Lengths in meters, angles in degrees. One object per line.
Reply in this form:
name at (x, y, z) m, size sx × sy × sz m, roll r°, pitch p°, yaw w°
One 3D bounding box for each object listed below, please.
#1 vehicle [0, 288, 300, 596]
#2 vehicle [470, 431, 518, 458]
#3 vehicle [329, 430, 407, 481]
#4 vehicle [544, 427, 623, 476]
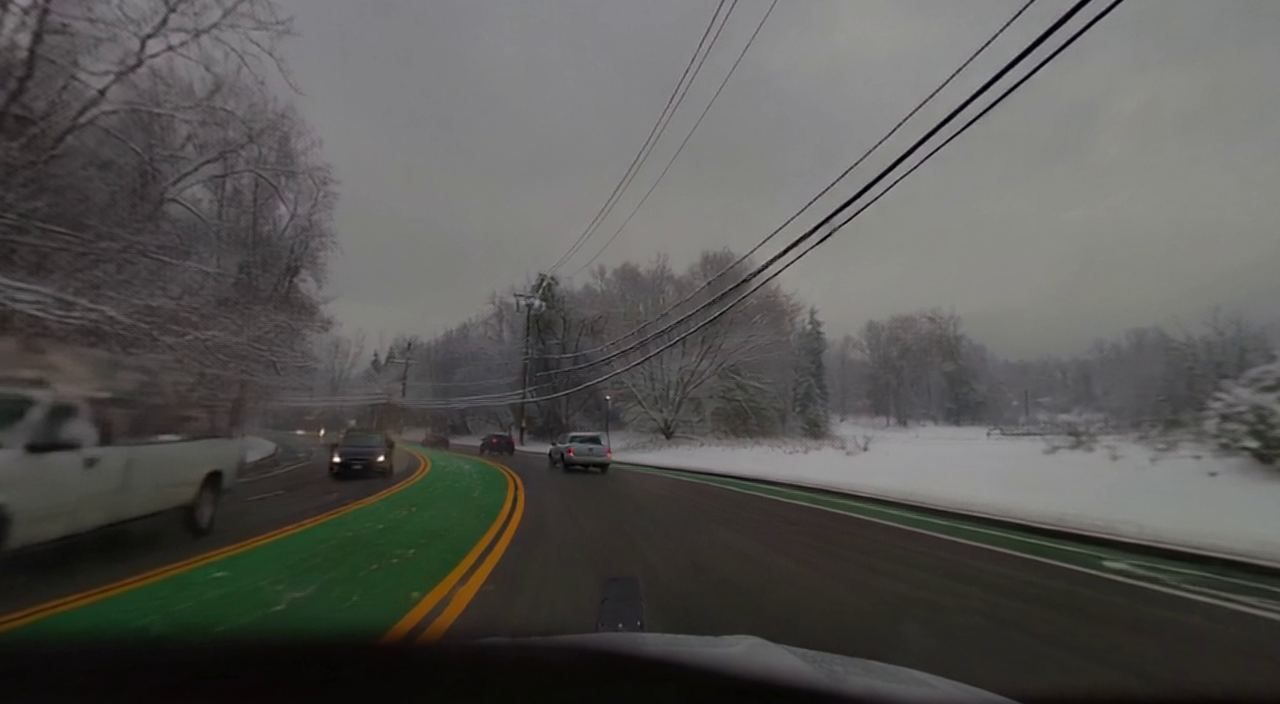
vehicle at (-7.608, 1.308, 8.947) m, size 2.413 × 2.872 × 6.823 m, roll 1°, pitch -9°, yaw -7°
vehicle at (-10.035, 6.314, 43.085) m, size 2.075 × 1.699 × 4.520 m, roll 4°, pitch -10°, yaw -27°
vehicle at (-10.017, 3.830, 23.591) m, size 2.000 × 1.683 × 4.115 m, roll 2°, pitch -9°, yaw -14°
vehicle at (-2.414, 4.016, 25.578) m, size 2.140 × 1.767 × 4.720 m, roll 3°, pitch -9°, yaw -18°
